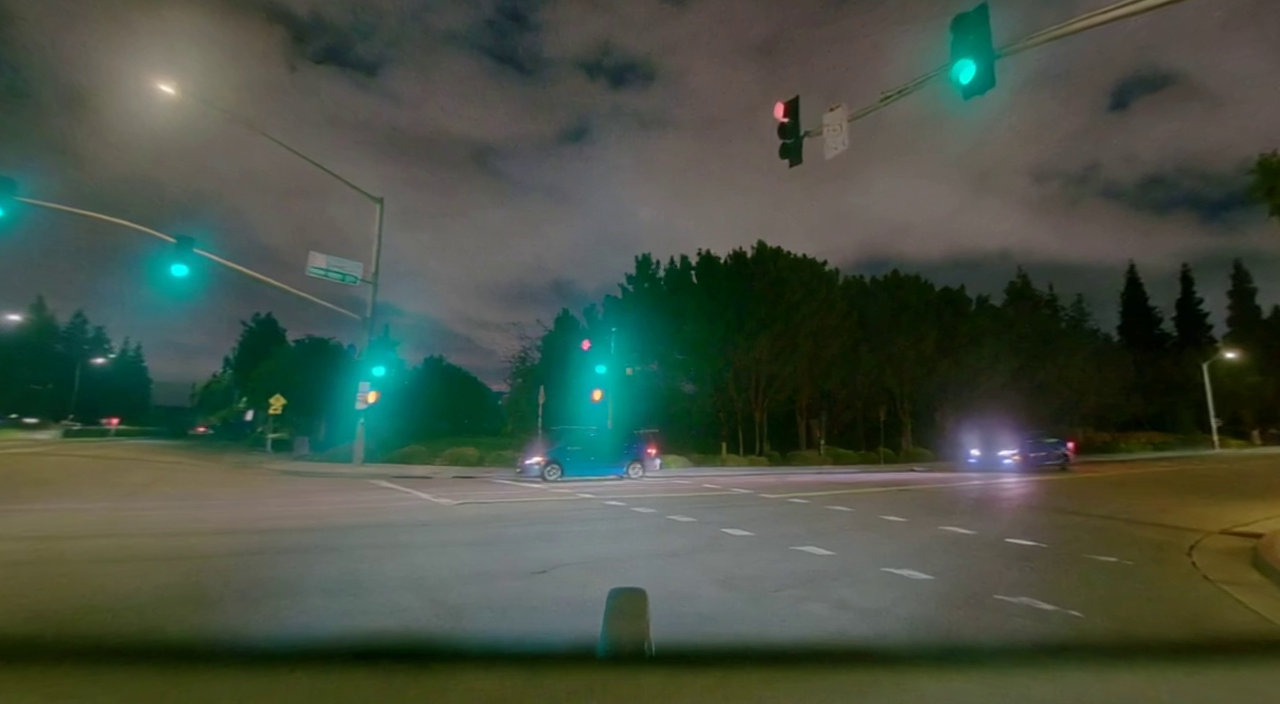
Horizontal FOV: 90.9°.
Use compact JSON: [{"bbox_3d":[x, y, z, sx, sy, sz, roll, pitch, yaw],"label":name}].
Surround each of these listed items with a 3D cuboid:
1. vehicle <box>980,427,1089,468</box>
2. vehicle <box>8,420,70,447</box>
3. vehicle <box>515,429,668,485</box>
[{"bbox_3d":[17.612,4.235,28.117,4.662,1.687,2.145,5,-9,-31],"label":"vehicle"},{"bbox_3d":[-41.050,5.611,43.172,2.123,1.761,4.322,5,-10,-32],"label":"vehicle"},{"bbox_3d":[-1.343,2.862,17.464,3.816,1.410,1.757,4,-9,-24],"label":"vehicle"}]
